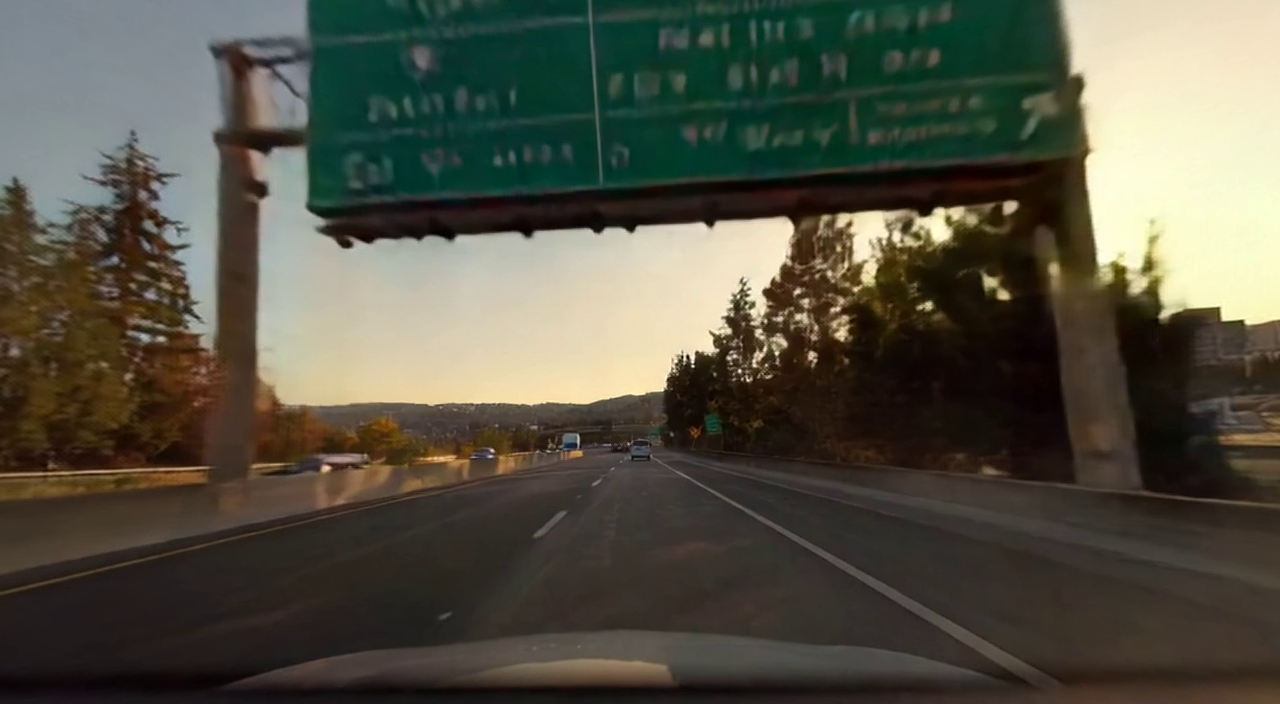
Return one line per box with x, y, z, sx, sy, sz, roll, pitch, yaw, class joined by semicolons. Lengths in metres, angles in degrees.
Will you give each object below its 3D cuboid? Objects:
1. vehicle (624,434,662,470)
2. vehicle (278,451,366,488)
0.213;6.507;40.819;2.268;2.122;4.595;-1;-9;1;vehicle
-16.077;5.929;32.018;2.003;1.679;4.579;-1;-9;1;vehicle
